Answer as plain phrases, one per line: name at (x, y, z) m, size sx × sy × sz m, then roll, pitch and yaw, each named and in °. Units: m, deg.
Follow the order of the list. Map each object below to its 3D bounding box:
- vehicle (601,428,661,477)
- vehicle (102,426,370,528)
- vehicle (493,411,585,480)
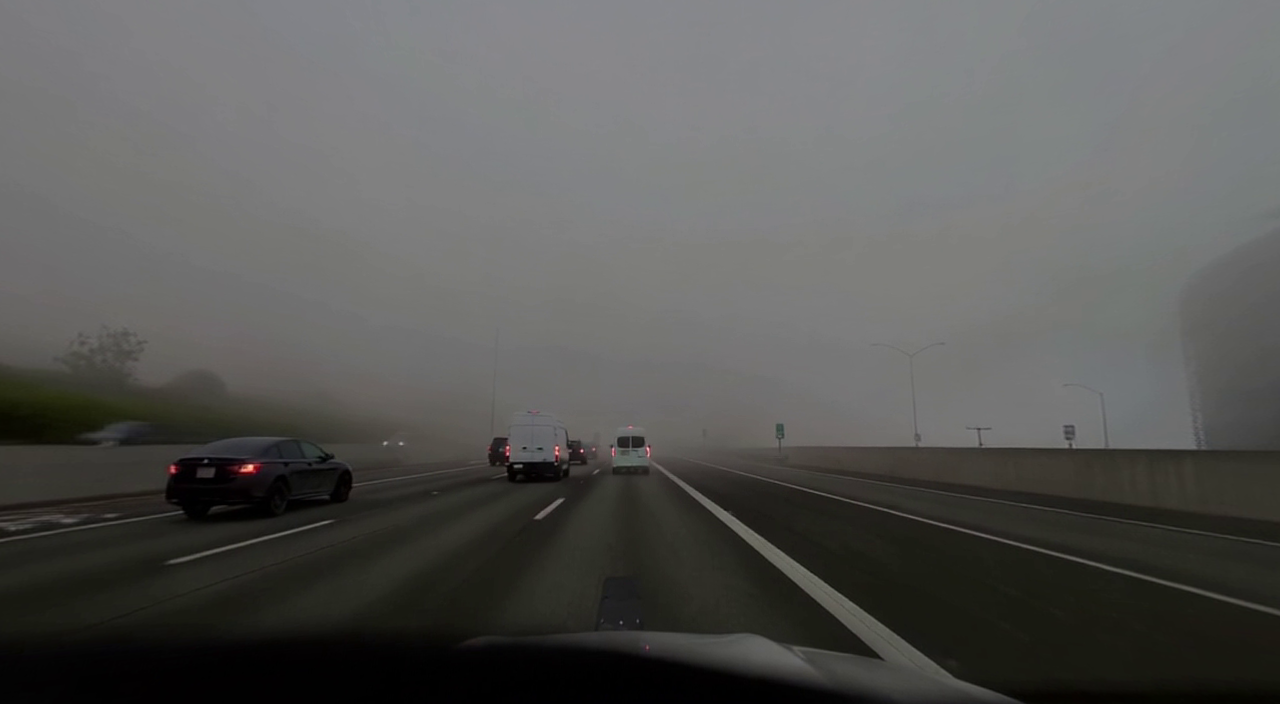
vehicle at (-0.330, 4.036, 25.440) m, size 2.207 × 1.807 × 4.199 m, roll 0°, pitch -9°, yaw 0°
vehicle at (-7.003, 2.205, 11.697) m, size 1.959 × 1.493 × 4.575 m, roll 0°, pitch -9°, yaw 0°
vehicle at (-3.647, 3.584, 24.107) m, size 2.504 × 2.276 × 5.933 m, roll 0°, pitch -9°, yaw 0°
